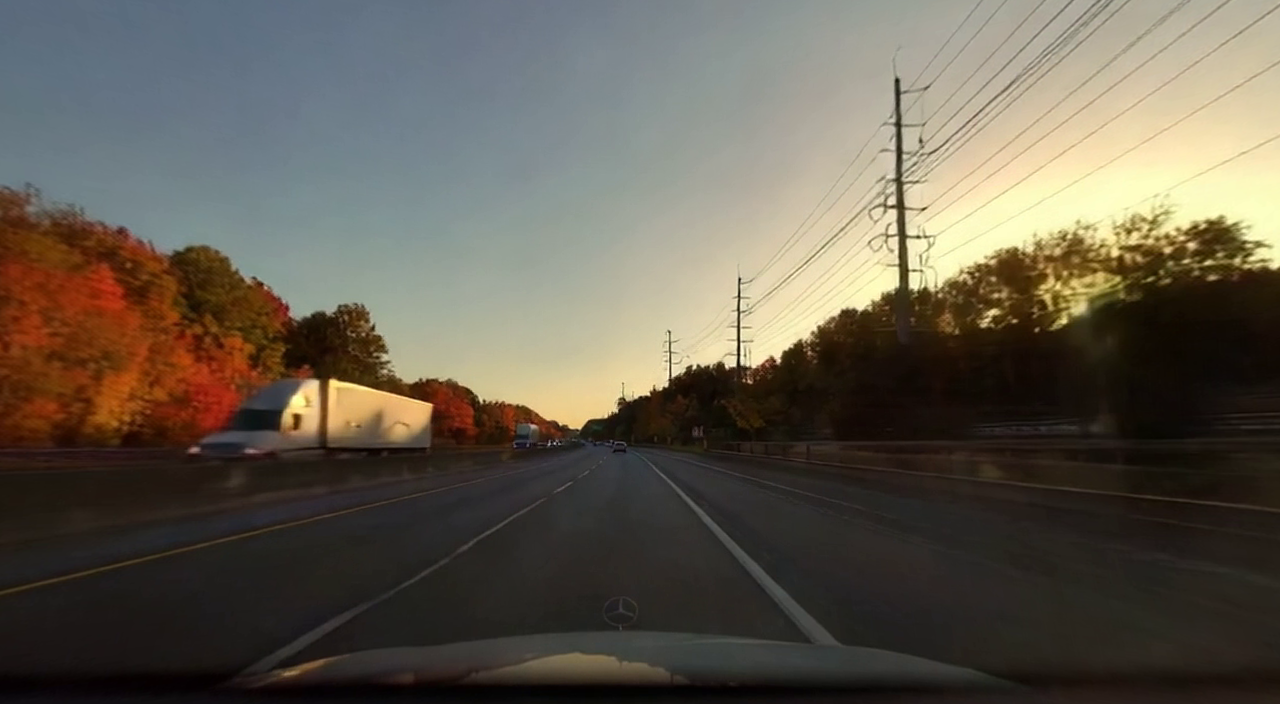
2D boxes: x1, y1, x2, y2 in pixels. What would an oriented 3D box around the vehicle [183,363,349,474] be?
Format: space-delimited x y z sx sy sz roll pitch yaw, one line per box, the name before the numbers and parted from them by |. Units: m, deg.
vehicle | -15.385 2.932 26.499 3.088 4.148 6.103 0 -9 -1
